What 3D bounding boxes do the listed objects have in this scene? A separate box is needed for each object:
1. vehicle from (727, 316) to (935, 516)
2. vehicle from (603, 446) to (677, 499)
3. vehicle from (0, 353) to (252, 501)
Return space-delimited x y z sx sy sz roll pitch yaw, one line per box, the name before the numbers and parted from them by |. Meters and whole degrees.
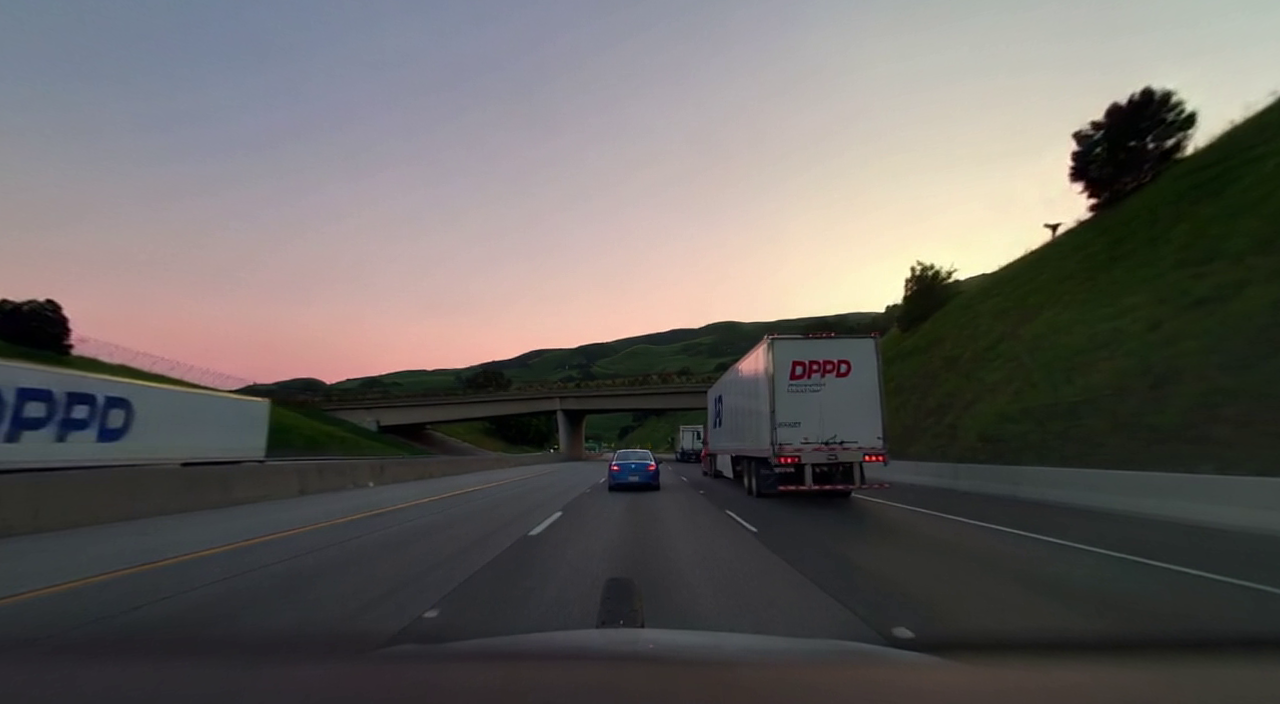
vehicle | 4.320 1.874 16.676 2.802 3.956 8.291 0 -9 0
vehicle | -0.005 3.607 19.206 2.029 1.437 3.794 0 -9 0
vehicle | -19.147 2.669 21.189 3.069 4.019 14.382 0 -9 0
